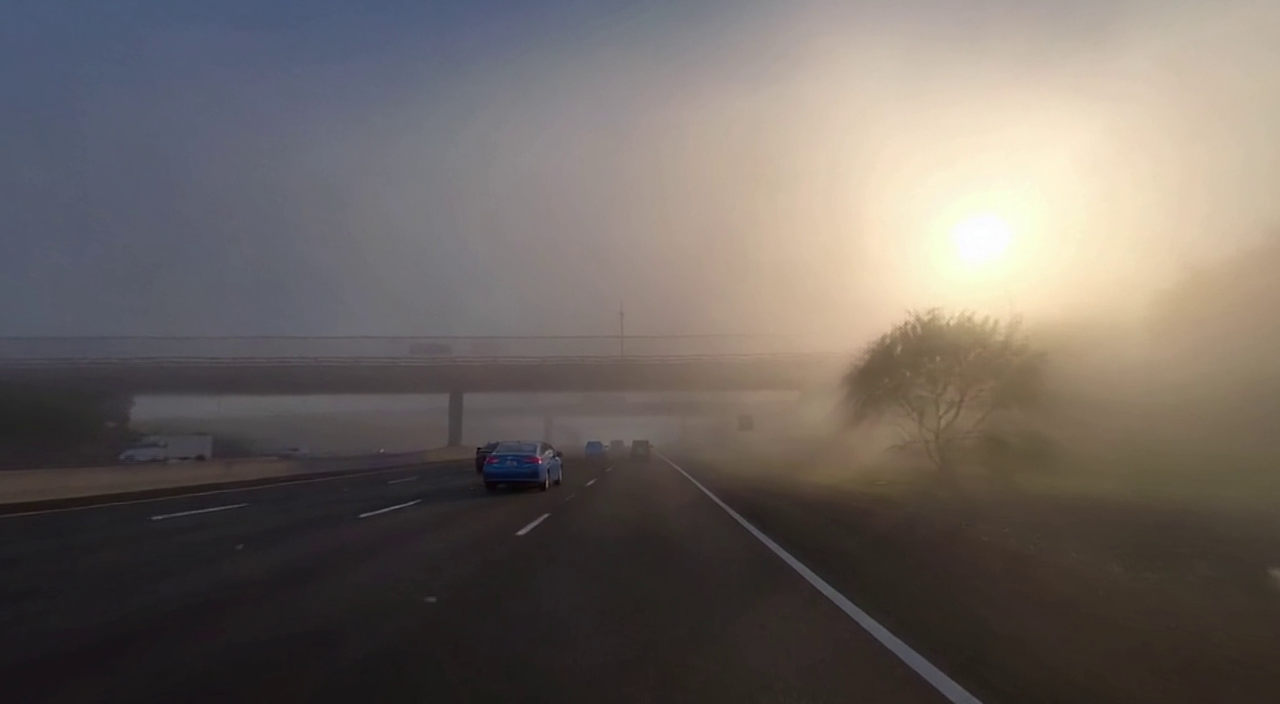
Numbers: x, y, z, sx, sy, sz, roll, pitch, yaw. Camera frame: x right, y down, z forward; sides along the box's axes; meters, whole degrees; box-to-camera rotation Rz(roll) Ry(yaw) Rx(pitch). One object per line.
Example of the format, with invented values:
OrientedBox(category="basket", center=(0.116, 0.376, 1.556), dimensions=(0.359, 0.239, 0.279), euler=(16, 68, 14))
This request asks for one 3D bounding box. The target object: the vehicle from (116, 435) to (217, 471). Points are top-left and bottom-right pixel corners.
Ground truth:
OrientedBox(category="vehicle", center=(-24.640, 5.272, 33.065), dimensions=(1.839, 1.700, 4.364), euler=(-1, -8, 1))

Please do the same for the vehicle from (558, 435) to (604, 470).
OrientedBox(category="vehicle", center=(-3.215, 5.589, 35.300), dimensions=(2.080, 1.811, 4.644), euler=(0, -9, 1))

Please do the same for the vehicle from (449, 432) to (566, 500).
OrientedBox(category="vehicle", center=(-3.498, 3.119, 17.654), dimensions=(2.210, 1.628, 4.586), euler=(0, -9, 1))
